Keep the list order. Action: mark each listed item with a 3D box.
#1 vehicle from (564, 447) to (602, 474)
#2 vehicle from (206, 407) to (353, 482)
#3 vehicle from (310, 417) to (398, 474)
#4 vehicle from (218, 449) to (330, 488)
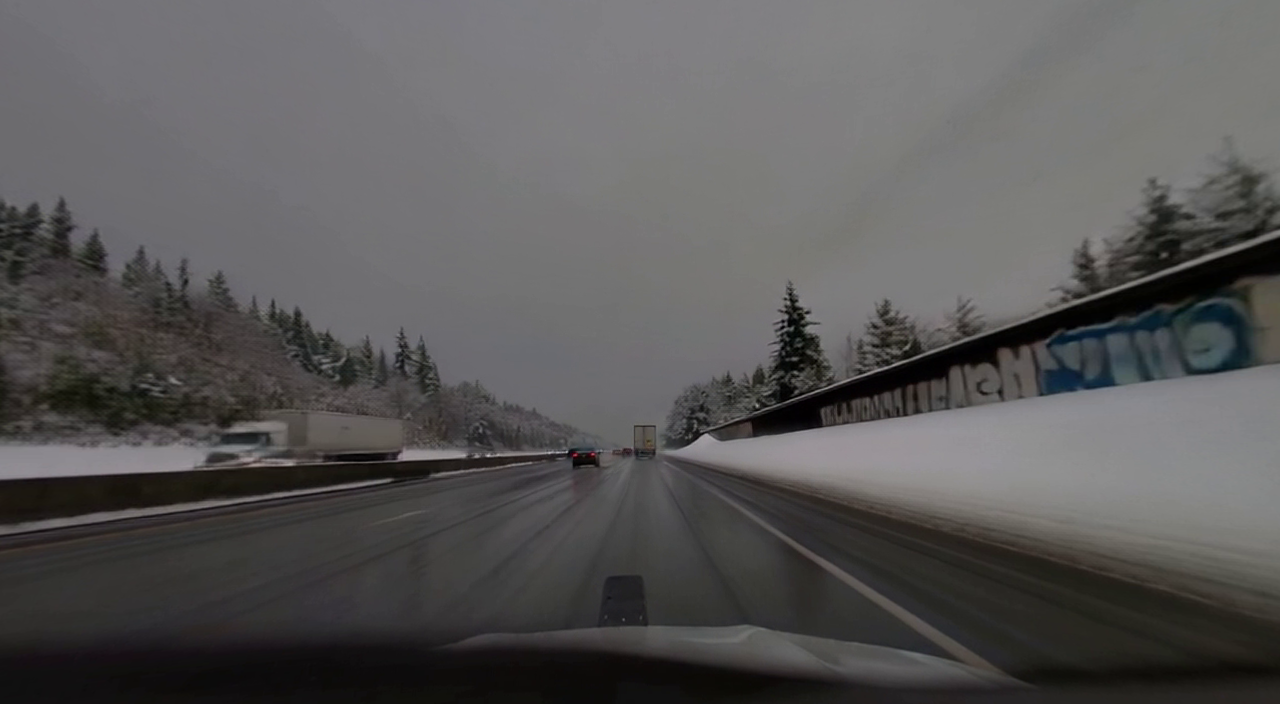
[{"bbox_3d":[-3.263,6.345,37.021,1.803,1.466,4.509,0,-9,0],"label":"vehicle"},{"bbox_3d":[-21.945,5.823,39.408,2.873,4.027,10.474,0,-9,0],"label":"vehicle"},{"bbox_3d":[-21.920,7.298,48.940,2.850,4.006,8.213,0,-9,0],"label":"vehicle"},{"bbox_3d":[-15.037,4.784,26.231,1.917,1.491,4.429,0,-9,1],"label":"vehicle"}]
